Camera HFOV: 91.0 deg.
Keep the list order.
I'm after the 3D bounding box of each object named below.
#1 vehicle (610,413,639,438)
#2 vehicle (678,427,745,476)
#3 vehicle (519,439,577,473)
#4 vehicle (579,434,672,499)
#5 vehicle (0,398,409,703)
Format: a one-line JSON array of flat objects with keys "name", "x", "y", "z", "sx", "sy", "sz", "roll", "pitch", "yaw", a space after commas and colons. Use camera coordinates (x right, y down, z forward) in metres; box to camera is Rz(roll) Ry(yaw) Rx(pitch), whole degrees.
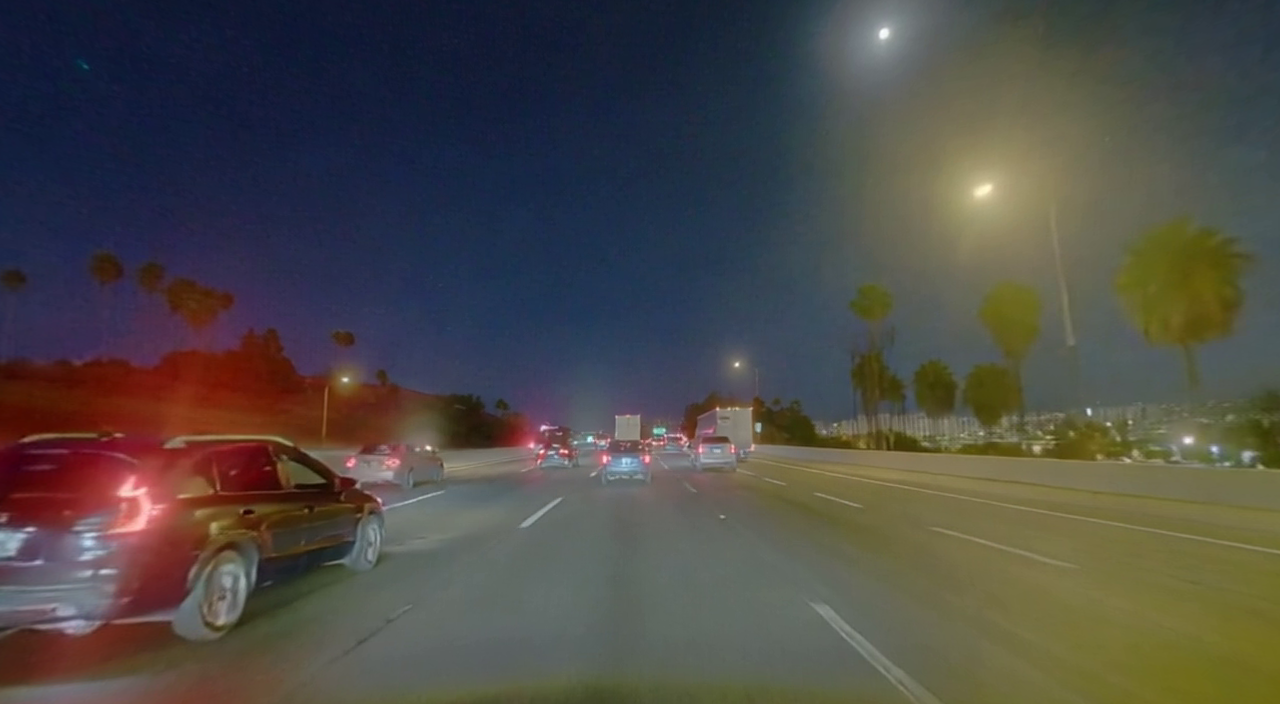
[{"name": "vehicle", "x": -1.213, "y": 5.837, "z": 49.599, "sx": 2.206, "sy": 1.803, "sz": 4.569, "roll": 0, "pitch": -8, "yaw": -1}, {"name": "vehicle", "x": 2.886, "y": 4.143, "z": 26.496, "sx": 2.173, "sy": 1.870, "sz": 4.499, "roll": 0, "pitch": -8, "yaw": -2}, {"name": "vehicle", "x": -4.054, "y": 4.666, "z": 28.479, "sx": 1.998, "sy": 1.423, "sz": 4.436, "roll": 0, "pitch": -8, "yaw": 0}, {"name": "vehicle", "x": -0.338, "y": 2.908, "z": 16.403, "sx": 2.136, "sy": 1.470, "sz": 3.971, "roll": 0, "pitch": -8, "yaw": 0}, {"name": "vehicle", "x": -3.647, "y": 1.256, "z": 4.836, "sx": 2.064, "sy": 1.475, "sz": 4.489, "roll": 0, "pitch": -8, "yaw": 0}]
